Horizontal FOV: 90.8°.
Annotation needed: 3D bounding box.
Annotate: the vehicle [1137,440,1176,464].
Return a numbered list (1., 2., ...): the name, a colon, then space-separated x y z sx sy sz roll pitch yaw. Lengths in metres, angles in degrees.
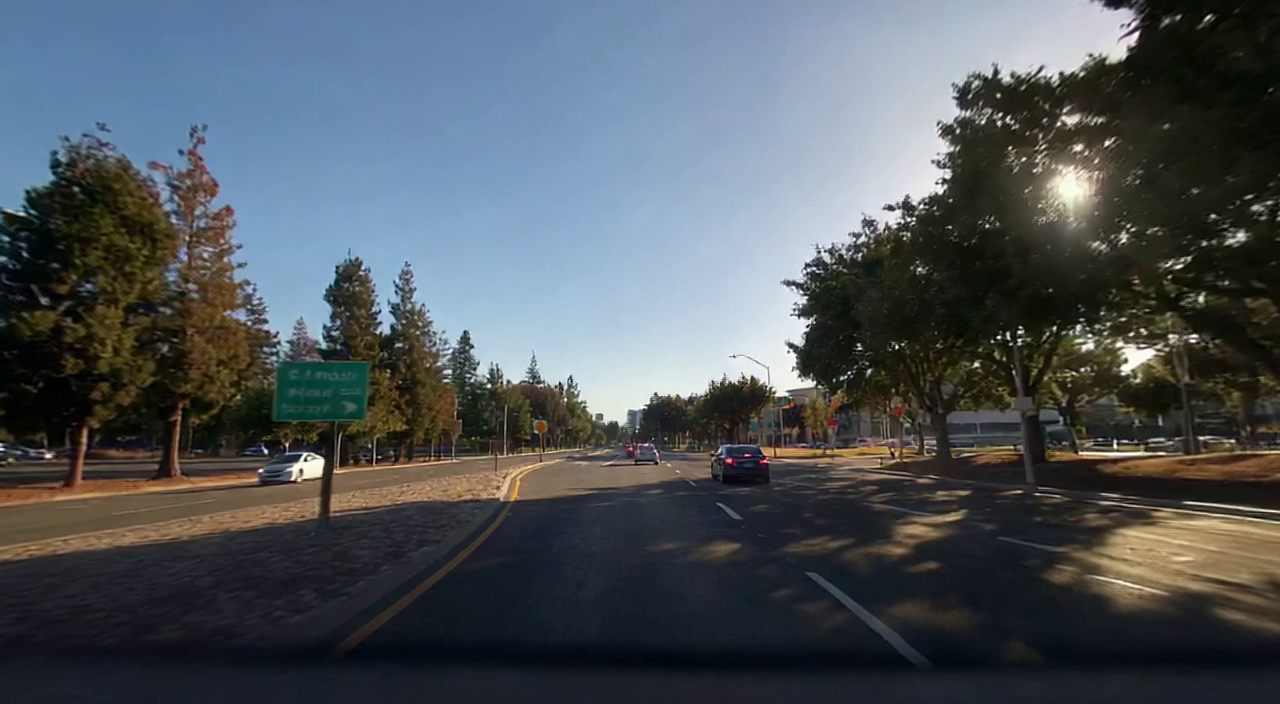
1. vehicle: 38.743 7.483 47.441 1.875 1.645 4.474 -6 -10 35

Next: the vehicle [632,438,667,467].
1. vehicle: 0.582 6.575 41.401 1.988 1.800 4.322 1 -9 -3

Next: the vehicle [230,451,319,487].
1. vehicle: -17.537 5.616 30.544 1.901 1.554 3.894 0 -8 0

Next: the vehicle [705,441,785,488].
1. vehicle: 3.592 3.934 22.481 1.948 1.479 4.620 0 -8 -2
